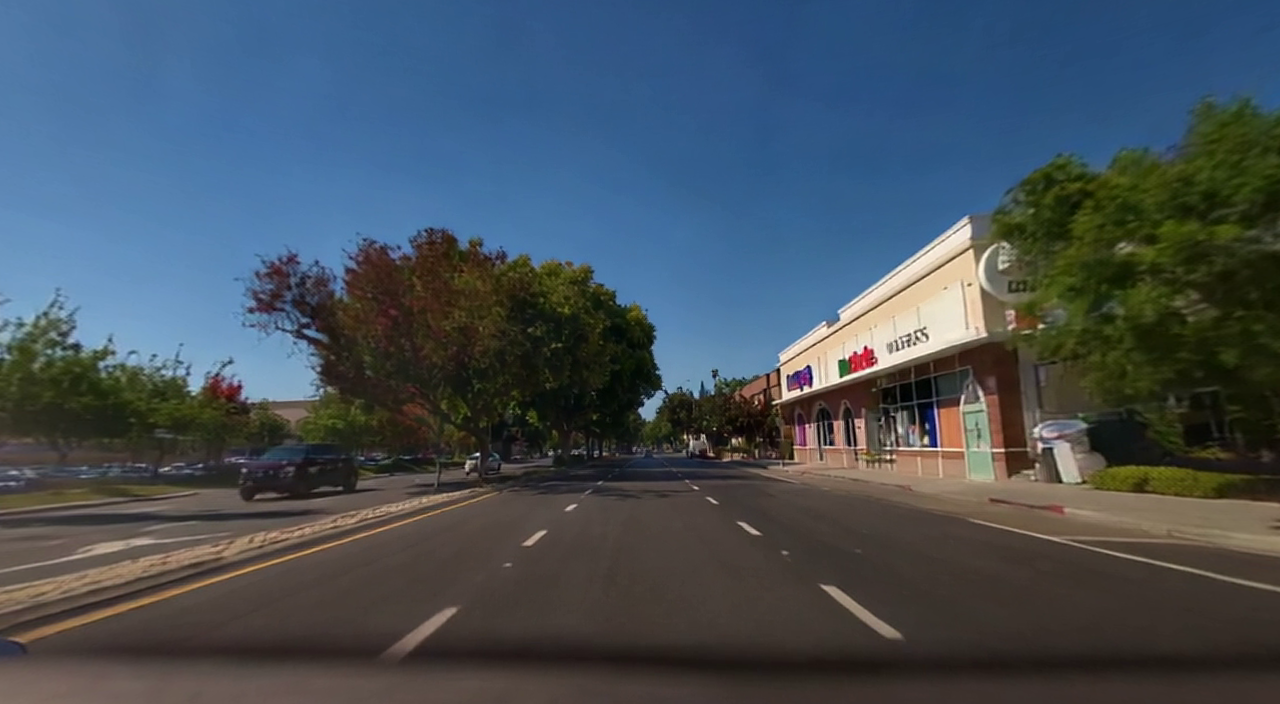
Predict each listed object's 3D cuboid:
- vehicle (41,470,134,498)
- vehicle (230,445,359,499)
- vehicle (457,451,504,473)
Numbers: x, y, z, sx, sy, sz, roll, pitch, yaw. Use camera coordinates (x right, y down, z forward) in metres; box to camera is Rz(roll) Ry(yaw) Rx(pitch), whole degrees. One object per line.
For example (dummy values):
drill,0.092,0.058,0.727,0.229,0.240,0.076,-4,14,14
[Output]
vehicle,-31.635,7.551,36.187,3.590,1.441,1.605,2,-9,-15
vehicle,-14.731,5.080,27.394,2.315,1.998,5.808,-2,-8,0
vehicle,-11.383,7.862,45.237,2.241,1.455,4.343,0,-8,0
